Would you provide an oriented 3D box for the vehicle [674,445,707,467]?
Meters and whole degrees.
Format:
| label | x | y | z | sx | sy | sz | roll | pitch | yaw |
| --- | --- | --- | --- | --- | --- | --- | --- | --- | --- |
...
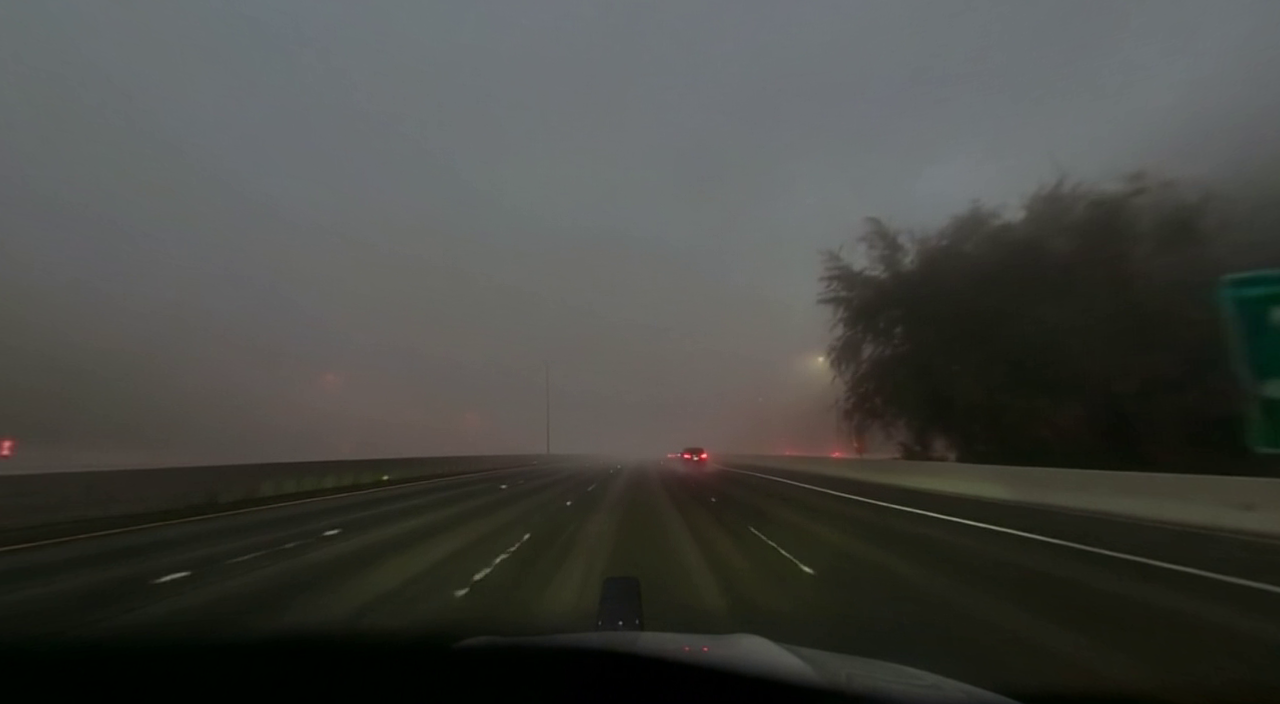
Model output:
| label | x | y | z | sx | sy | sz | roll | pitch | yaw |
| --- | --- | --- | --- | --- | --- | --- | --- | --- | --- |
| vehicle | 3.653 | 7.680 | 46.574 | 2.033 | 1.501 | 4.398 | 0 | -9 | -1 |
